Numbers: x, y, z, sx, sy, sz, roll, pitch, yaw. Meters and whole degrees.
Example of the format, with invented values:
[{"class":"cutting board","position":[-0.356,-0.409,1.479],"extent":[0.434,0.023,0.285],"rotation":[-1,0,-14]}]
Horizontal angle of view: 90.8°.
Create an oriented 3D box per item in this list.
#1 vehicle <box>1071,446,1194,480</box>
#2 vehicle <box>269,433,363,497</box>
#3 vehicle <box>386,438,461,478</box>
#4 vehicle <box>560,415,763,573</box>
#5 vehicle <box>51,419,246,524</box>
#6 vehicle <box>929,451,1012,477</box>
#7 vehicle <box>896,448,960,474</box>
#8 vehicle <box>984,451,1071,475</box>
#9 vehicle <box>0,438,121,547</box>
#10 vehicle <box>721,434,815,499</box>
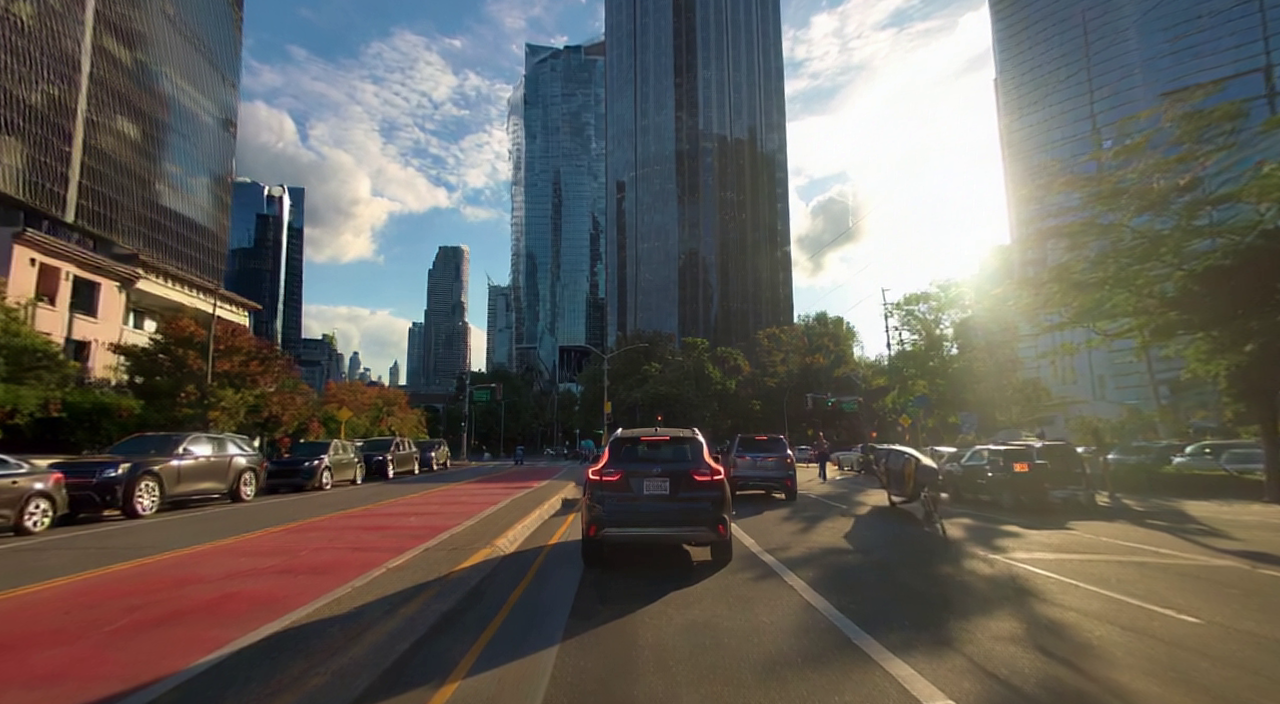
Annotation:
[{"class":"vehicle","position":[31.197,7.020,40.274],"extent":[5.890,1.996,2.155],"rotation":[-6,-10,35]},{"class":"vehicle","position":[-10.942,3.809,21.620],"extent":[1.559,1.973,3.419],"rotation":[0,-8,-4]},{"class":"vehicle","position":[-11.640,5.724,34.517],"extent":[2.338,1.963,5.740],"rotation":[0,-8,-3]},{"class":"vehicle","position":[0.280,1.850,9.003],"extent":[2.192,1.695,4.142],"rotation":[0,-8,1]},{"class":"vehicle","position":[-10.319,2.487,13.635],"extent":[1.543,1.946,3.454],"rotation":[1,-8,-5]},{"class":"vehicle","position":[23.683,7.995,45.330],"extent":[4.956,1.706,1.822],"rotation":[-6,-10,34]},{"class":"vehicle","position":[22.766,8.595,49.979],"extent":[4.211,1.820,2.094],"rotation":[-4,-10,33]},{"class":"vehicle","position":[28.320,8.065,46.220],"extent":[5.153,1.626,1.895],"rotation":[-6,-11,36]},{"class":"vehicle","position":[-9.967,1.972,8.853],"extent":[1.844,1.524,4.371],"rotation":[0,-8,-4]},{"class":"vehicle","position":[3.876,3.546,20.021],"extent":[2.143,1.793,4.763],"rotation":[0,-8,3]}]
